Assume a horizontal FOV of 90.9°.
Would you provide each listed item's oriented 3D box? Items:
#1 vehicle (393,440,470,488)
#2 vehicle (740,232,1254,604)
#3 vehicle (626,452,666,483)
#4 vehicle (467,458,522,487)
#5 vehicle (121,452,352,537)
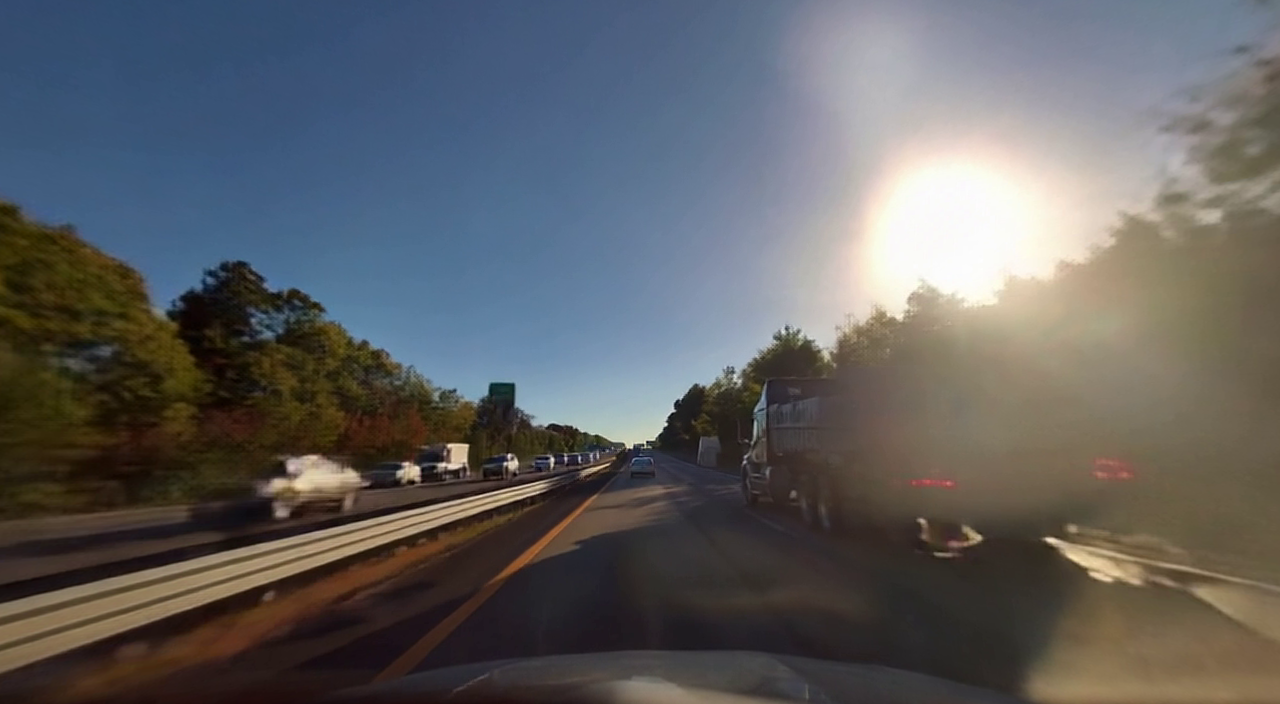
[{"bbox_3d":[-12.918,6.986,39.612,2.623,2.723,6.160,0,-9,0],"label":"vehicle"},{"bbox_3d":[4.397,1.513,12.265,2.885,3.679,12.102,0,-9,0],"label":"vehicle"},{"bbox_3d":[0.289,5.947,32.733,1.939,1.495,3.612,0,-9,0],"label":"vehicle"},{"bbox_3d":[-7.900,6.554,34.565,1.965,1.453,4.364,0,-9,0],"label":"vehicle"},{"bbox_3d":[-8.243,2.898,13.511,2.012,1.487,4.378,0,-9,0],"label":"vehicle"}]
